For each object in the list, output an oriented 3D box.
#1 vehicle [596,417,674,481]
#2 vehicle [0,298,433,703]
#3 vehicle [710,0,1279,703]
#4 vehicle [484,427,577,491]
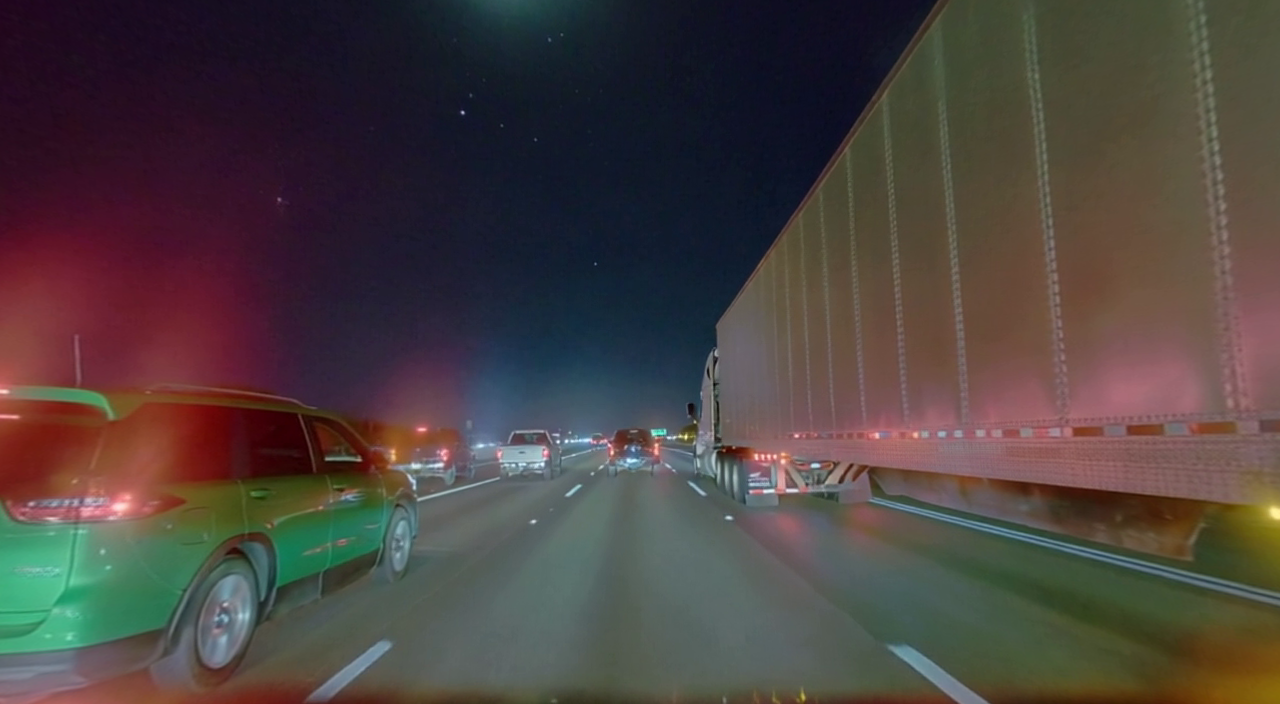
[{"bbox_3d":[-0.197,3.832,24.945,2.704,2.216,5.804,0,-8,0],"label":"vehicle"},{"bbox_3d":[-3.285,1.015,4.080,2.193,1.803,4.958,0,-8,0],"label":"vehicle"},{"bbox_3d":[3.490,0.530,9.095,2.852,4.121,16.210,0,-8,-1],"label":"vehicle"},{"bbox_3d":[-3.361,3.406,20.351,2.120,1.812,4.659,0,-8,1],"label":"vehicle"}]
